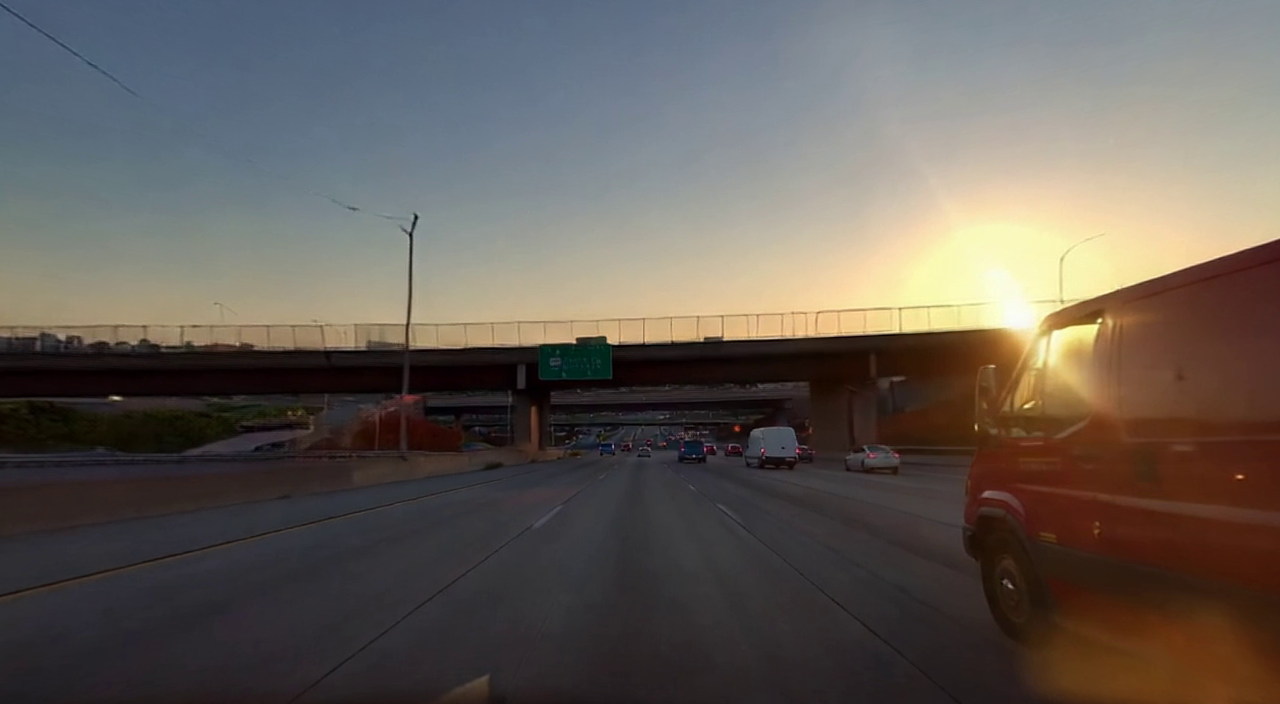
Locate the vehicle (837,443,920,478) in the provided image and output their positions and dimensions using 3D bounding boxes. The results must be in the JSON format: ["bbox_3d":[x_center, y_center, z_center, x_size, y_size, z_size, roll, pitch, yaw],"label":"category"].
[{"bbox_3d":[10.786,4.946,28.947,1.976,1.474,4.779,0,-9,1],"label":"vehicle"}]

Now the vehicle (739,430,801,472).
[{"bbox_3d":[7.338,5.661,36.262,2.301,2.203,5.419,0,-9,-1],"label":"vehicle"}]

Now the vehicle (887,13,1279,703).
[{"bbox_3d":[3.367,0.181,1.664,2.436,2.745,7.034,0,-9,-1],"label":"vehicle"}]

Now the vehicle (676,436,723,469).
[{"bbox_3d":[3.814,6.603,41.622,2.464,1.961,5.520,0,-8,-1],"label":"vehicle"}]
